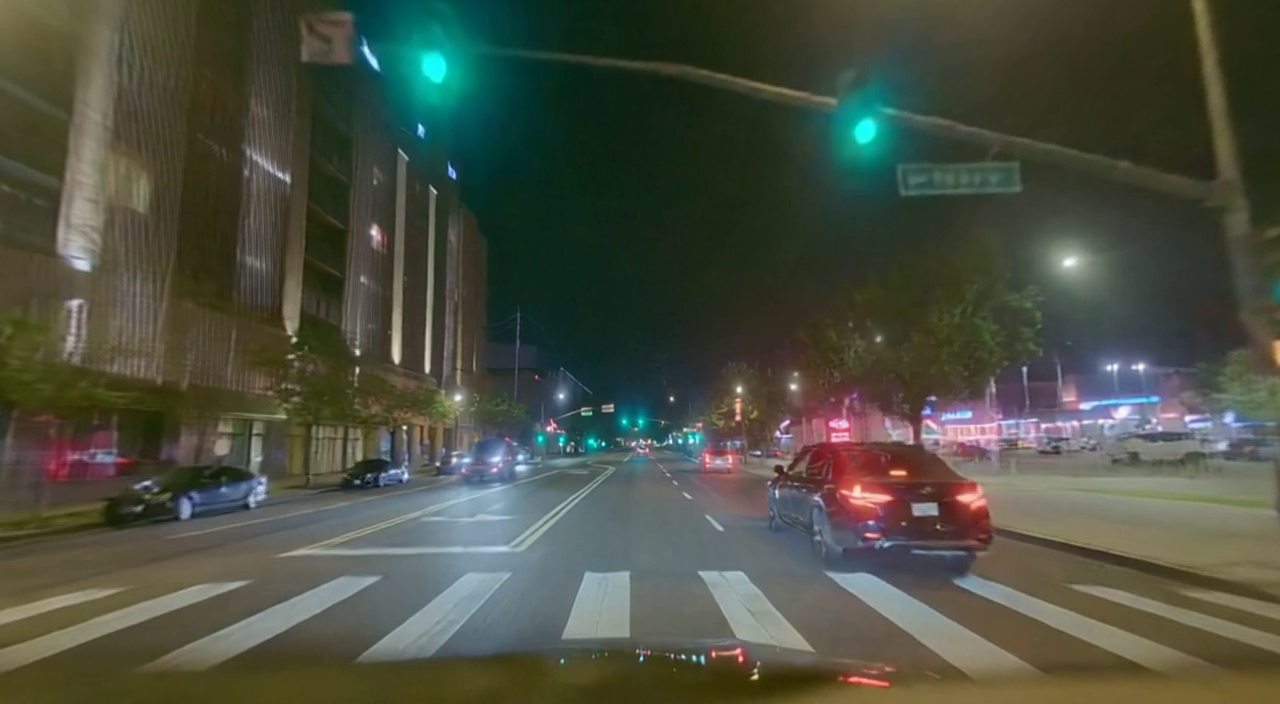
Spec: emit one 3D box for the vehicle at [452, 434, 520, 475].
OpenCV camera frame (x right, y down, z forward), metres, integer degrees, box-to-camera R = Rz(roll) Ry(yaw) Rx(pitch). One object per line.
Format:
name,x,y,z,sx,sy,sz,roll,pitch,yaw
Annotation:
vehicle,-8.352,5.603,34.604,2.379,2.086,5.321,0,-8,0

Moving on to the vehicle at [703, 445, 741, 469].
vehicle,6.006,7.685,46.221,2.003,1.626,4.480,0,-8,-2

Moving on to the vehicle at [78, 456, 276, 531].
vehicle,-12.233,3.717,17.073,1.910,1.511,4.565,-1,-7,0

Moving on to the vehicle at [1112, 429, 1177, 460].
vehicle,32.400,5.981,40.484,2.005,1.825,4.889,-5,-10,25

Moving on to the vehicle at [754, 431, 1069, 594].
vehicle,2.985,1.849,8.197,2.080,1.524,4.348,0,-8,-1

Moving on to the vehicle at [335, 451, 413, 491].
vehicle,-12.237,5.485,29.221,1.867,1.583,4.108,-1,-8,0
